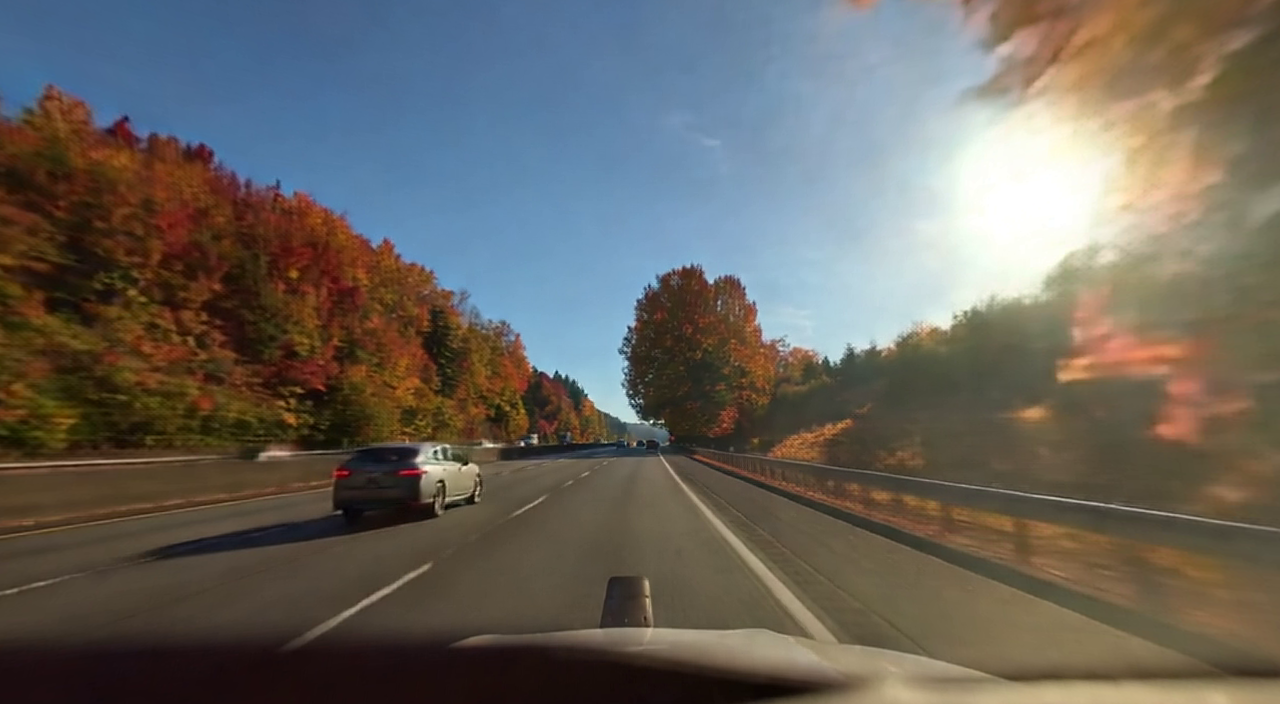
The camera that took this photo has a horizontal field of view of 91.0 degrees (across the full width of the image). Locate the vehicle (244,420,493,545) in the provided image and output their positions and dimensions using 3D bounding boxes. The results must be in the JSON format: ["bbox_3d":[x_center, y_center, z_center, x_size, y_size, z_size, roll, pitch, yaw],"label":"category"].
[{"bbox_3d":[-4.161,2.068,10.687,2.123,1.643,4.479,0,-8,1],"label":"vehicle"}]

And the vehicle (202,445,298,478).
[{"bbox_3d":[-19.319,5.405,31.414,1.837,1.512,4.467,0,-8,1],"label":"vehicle"}]
